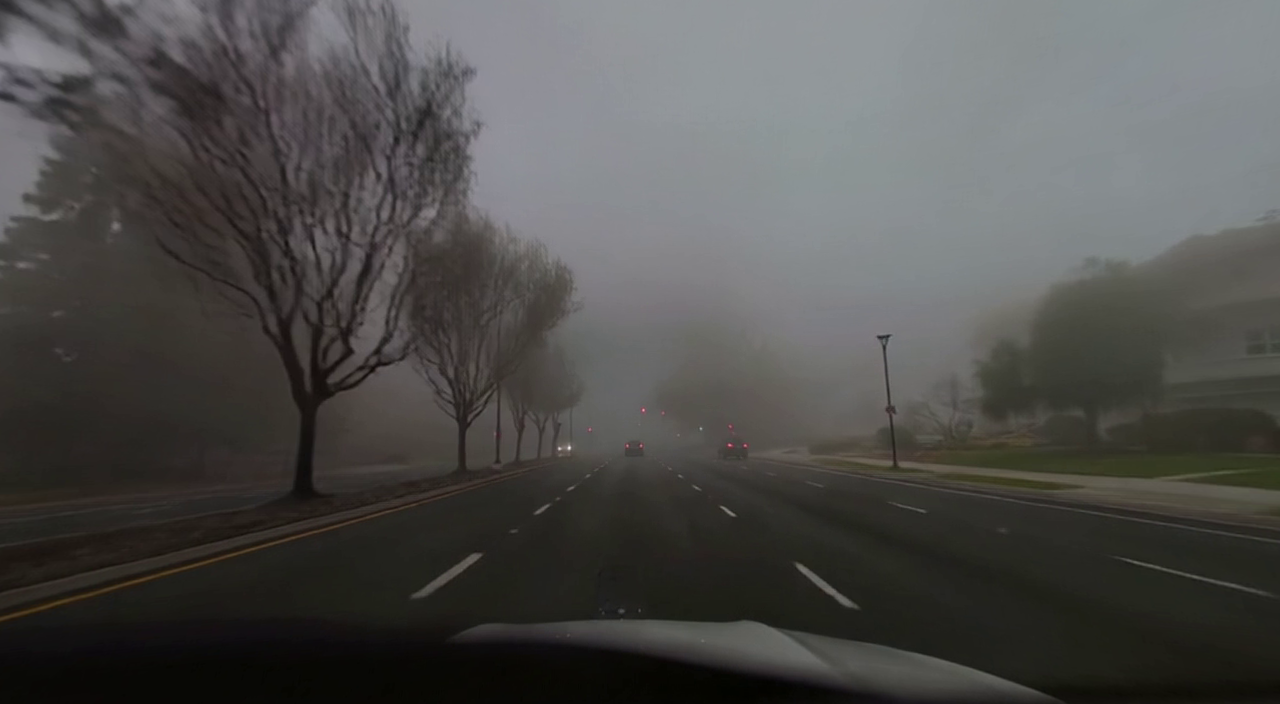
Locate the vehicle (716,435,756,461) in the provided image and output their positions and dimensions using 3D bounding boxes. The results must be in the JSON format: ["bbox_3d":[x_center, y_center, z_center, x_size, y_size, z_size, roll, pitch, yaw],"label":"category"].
[{"bbox_3d":[6.753,6.843,44.939,2.011,1.710,4.357,0,-9,-2],"label":"vehicle"}]
